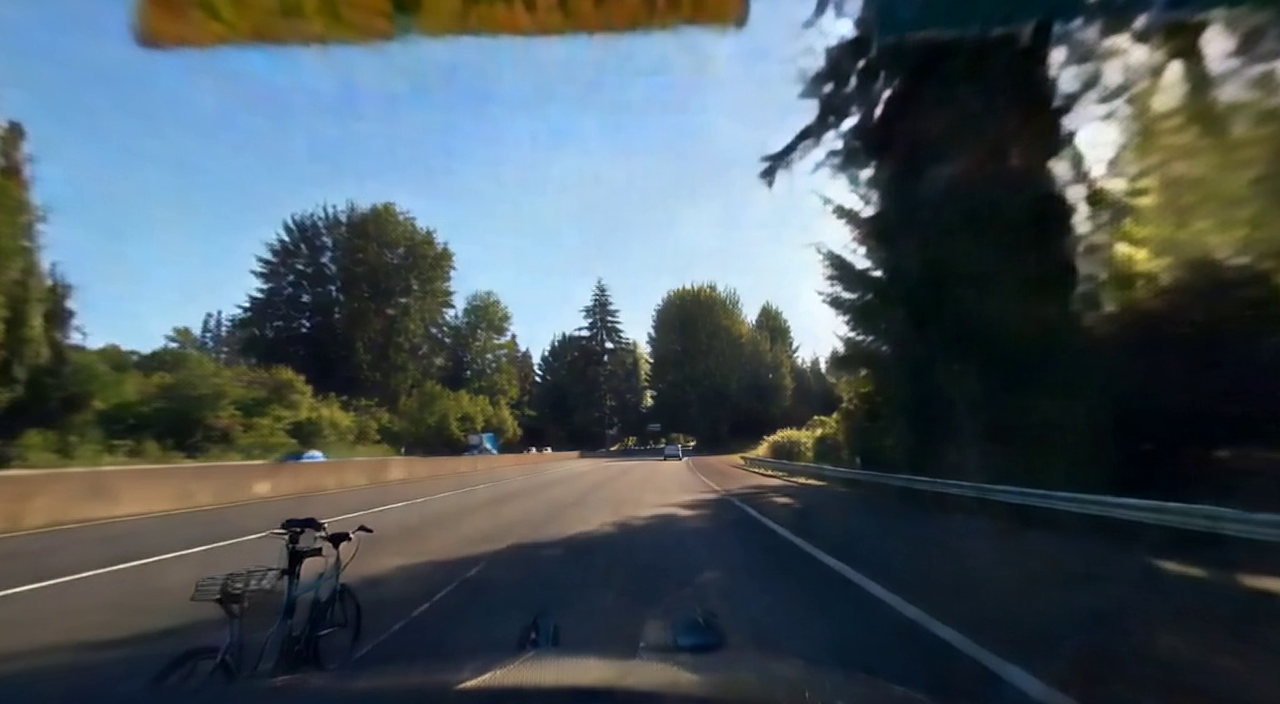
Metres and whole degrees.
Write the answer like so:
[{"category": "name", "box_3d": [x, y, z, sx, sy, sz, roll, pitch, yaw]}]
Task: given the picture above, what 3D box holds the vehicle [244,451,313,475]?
[{"category": "vehicle", "box_3d": [-23.545, 7.224, 41.183, 1.864, 1.479, 4.366, 0, -9, 1]}]
